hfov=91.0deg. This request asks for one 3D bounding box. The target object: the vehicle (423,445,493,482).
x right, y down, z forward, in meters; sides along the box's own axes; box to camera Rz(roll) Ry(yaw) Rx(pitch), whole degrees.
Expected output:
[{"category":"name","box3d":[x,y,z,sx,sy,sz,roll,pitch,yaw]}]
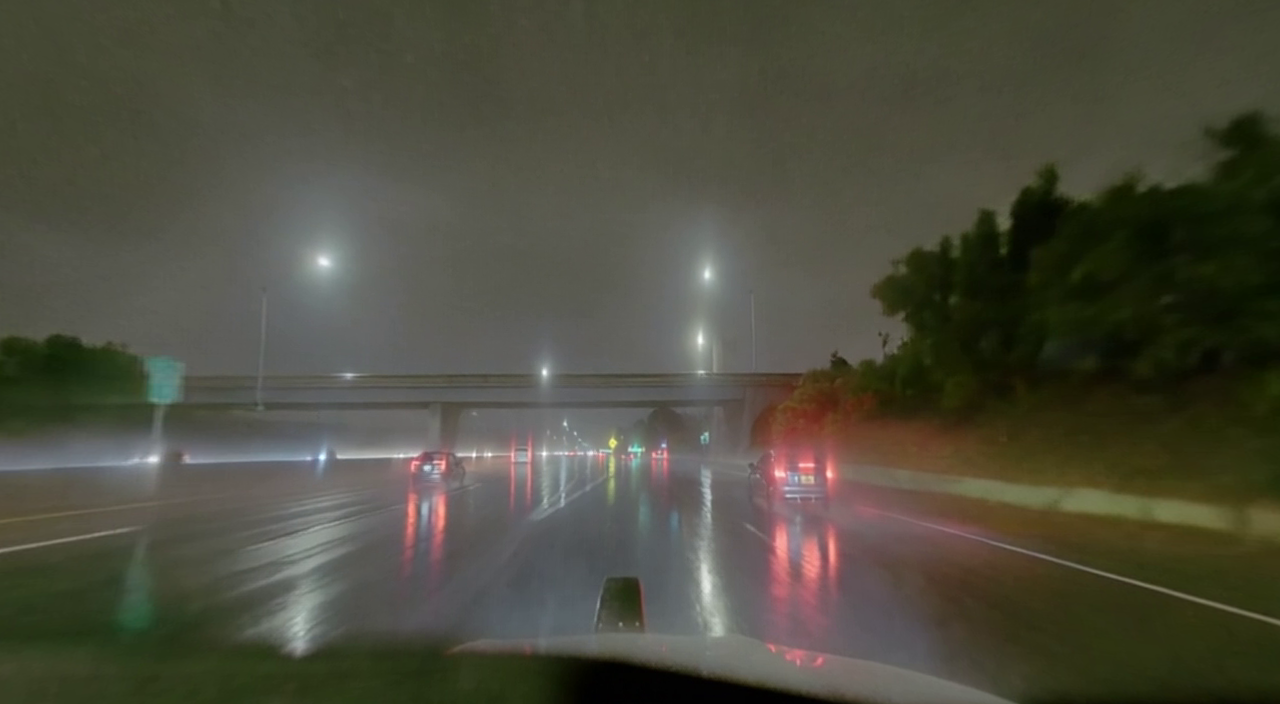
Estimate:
[{"category":"vehicle","box3d":[-8.417,5.178,29.585,2.072,1.545,4.687,1,-9,-3]}]

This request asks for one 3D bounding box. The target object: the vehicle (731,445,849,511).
[{"category":"vehicle","box3d":[3.860,3.314,17.073,2.079,1.535,4.316,0,-9,-1]}]
